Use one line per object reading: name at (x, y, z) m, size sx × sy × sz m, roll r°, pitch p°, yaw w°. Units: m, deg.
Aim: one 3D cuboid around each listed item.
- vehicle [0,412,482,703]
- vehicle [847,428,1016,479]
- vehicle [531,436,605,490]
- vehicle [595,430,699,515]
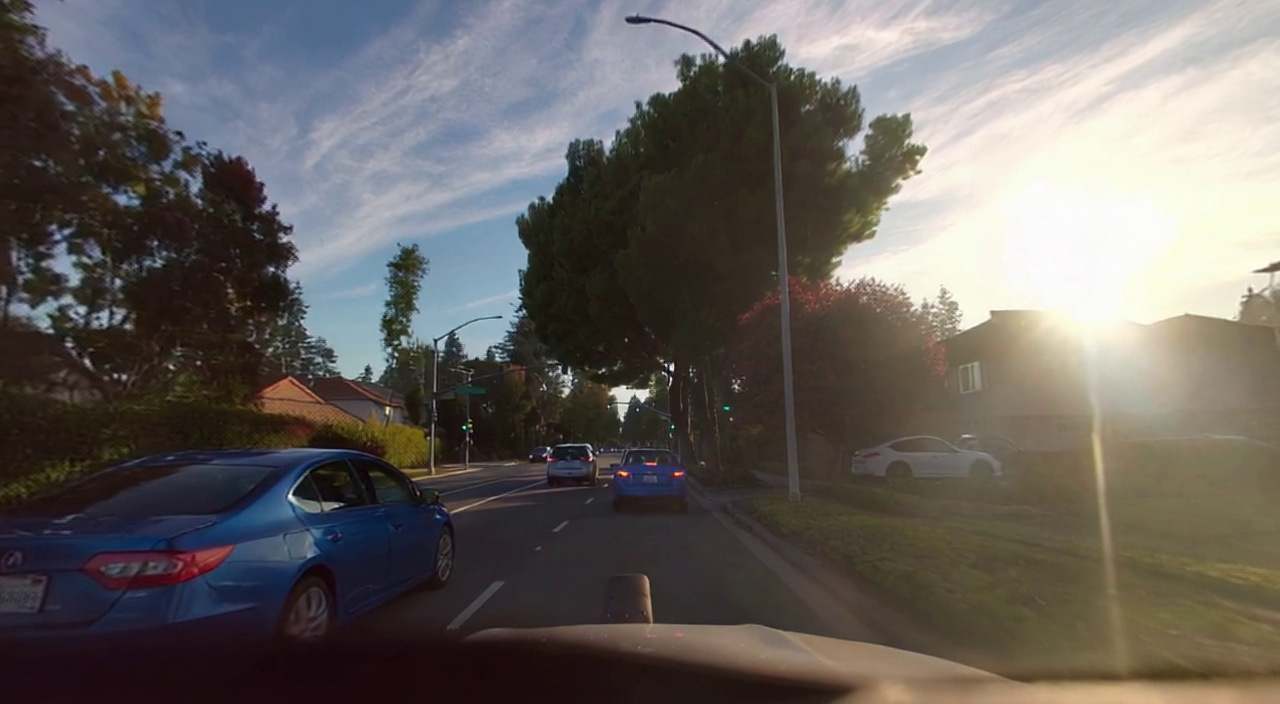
vehicle at (-2.841, 1.334, 4.749) m, size 1.968 × 1.472 × 4.685 m, roll -1°, pitch -9°, yaw 2°
vehicle at (9.228, 3.249, 20.256) m, size 4.456 × 1.504 × 1.914 m, roll 0°, pitch -9°, yaw 0°
vehicle at (-2.469, 3.958, 22.682) m, size 2.000 × 1.737 × 4.133 m, roll -1°, pitch -9°, yaw 2°
vehicle at (0.143, 2.779, 14.950) m, size 2.120 × 1.718 × 3.909 m, roll 0°, pitch -9°, yaw 0°
